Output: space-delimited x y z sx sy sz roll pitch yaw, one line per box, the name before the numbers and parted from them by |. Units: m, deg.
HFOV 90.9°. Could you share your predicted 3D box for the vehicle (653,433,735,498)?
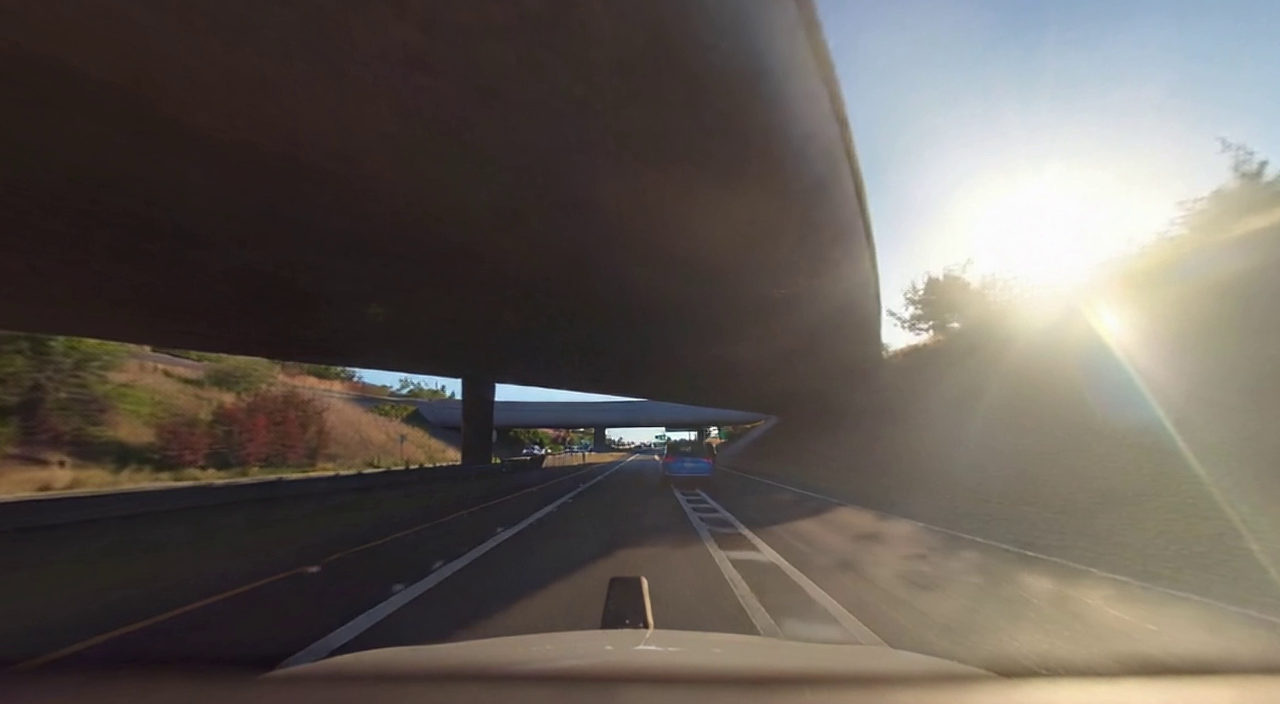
vehicle | 1.506 3.352 19.055 2.143 1.693 4.513 -1 -8 2
